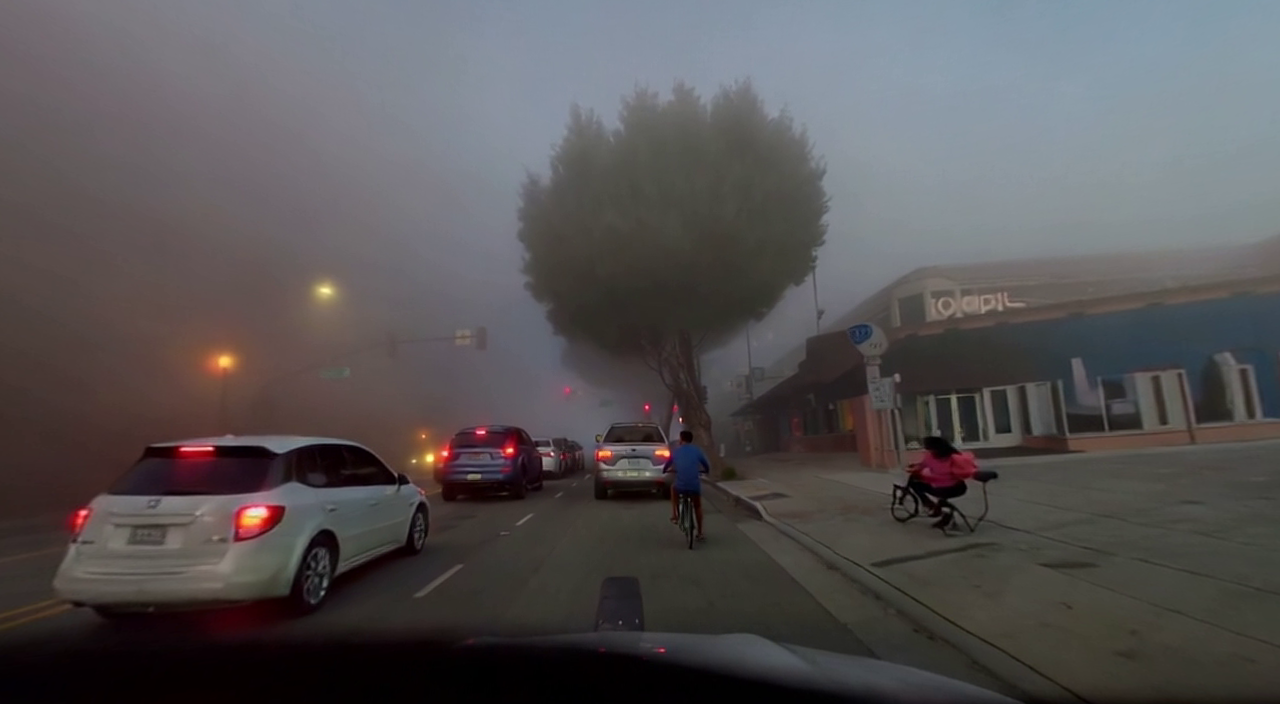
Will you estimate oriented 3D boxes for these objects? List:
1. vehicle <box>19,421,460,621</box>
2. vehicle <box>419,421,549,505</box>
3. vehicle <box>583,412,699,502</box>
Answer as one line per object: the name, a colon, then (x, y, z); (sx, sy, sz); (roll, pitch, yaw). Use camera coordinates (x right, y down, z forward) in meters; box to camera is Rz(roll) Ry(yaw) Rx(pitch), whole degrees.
vehicle: (-3.614, 1.586, 6.887); (2.064, 1.486, 4.140); (0, -9, 0)
vehicle: (-3.634, 2.689, 15.651); (2.046, 1.750, 4.452); (0, -9, 0)
vehicle: (-0.015, 2.589, 15.882); (2.426, 1.882, 5.027); (0, -9, -1)
